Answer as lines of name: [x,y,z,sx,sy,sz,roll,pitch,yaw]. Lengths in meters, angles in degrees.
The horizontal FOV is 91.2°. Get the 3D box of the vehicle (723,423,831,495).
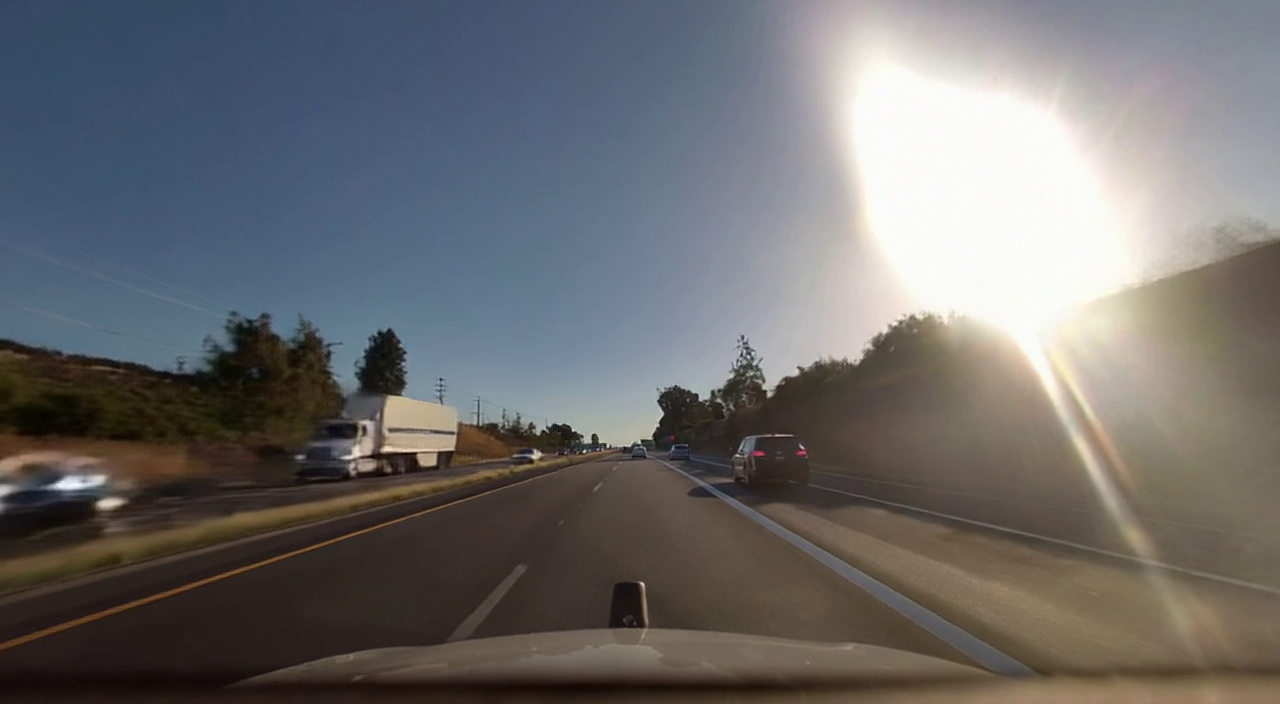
vehicle: [4.058,3.298,19.605,2.177,1.914,5.245,0,-9,0]

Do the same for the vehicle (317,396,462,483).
vehicle: [-13.838,5.236,36.721,2.965,4.111,13.756,0,-9,-1]
